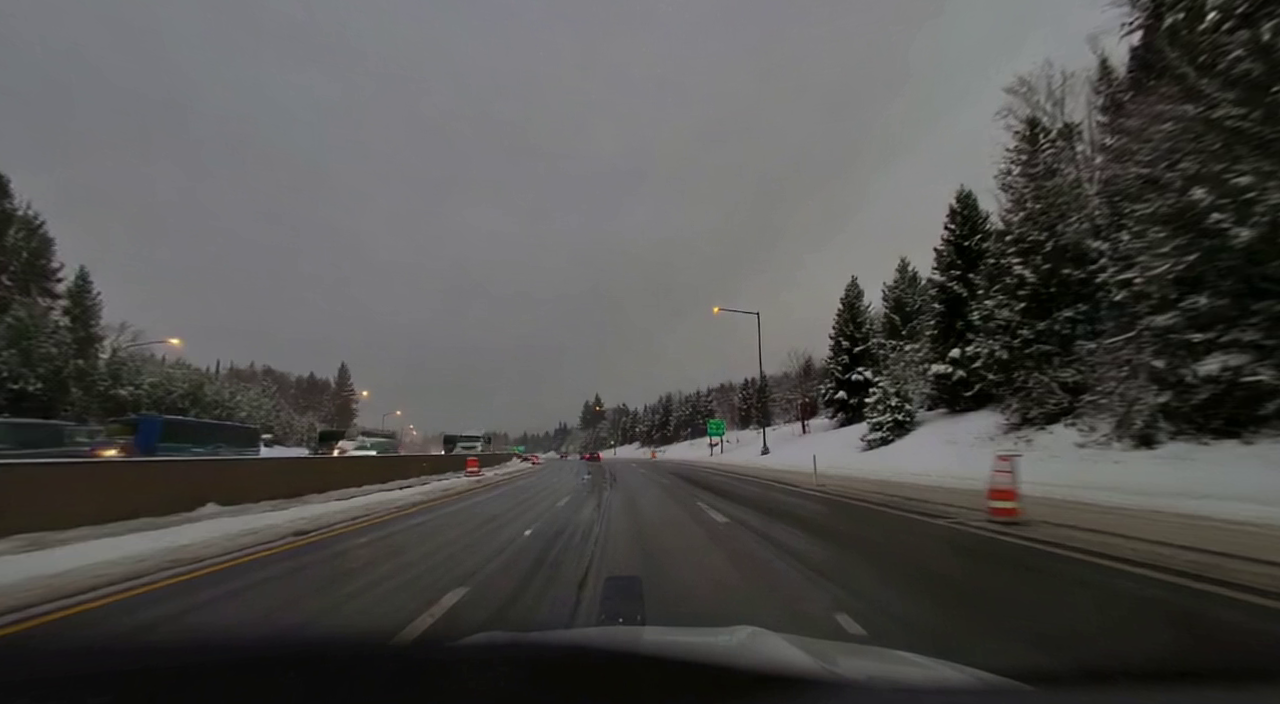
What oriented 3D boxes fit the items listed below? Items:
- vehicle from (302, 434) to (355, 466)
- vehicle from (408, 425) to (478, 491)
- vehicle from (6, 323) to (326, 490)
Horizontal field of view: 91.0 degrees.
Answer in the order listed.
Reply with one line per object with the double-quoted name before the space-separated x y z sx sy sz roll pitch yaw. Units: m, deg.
"vehicle" -18.752 5.908 38.019 1.722 1.835 3.286 0 -9 -5
"vehicle" -8.111 4.362 26.233 1.925 2.542 3.048 0 -8 -1
"vehicle" -14.881 2.179 21.207 4.494 4.430 7.701 3 -11 -2
